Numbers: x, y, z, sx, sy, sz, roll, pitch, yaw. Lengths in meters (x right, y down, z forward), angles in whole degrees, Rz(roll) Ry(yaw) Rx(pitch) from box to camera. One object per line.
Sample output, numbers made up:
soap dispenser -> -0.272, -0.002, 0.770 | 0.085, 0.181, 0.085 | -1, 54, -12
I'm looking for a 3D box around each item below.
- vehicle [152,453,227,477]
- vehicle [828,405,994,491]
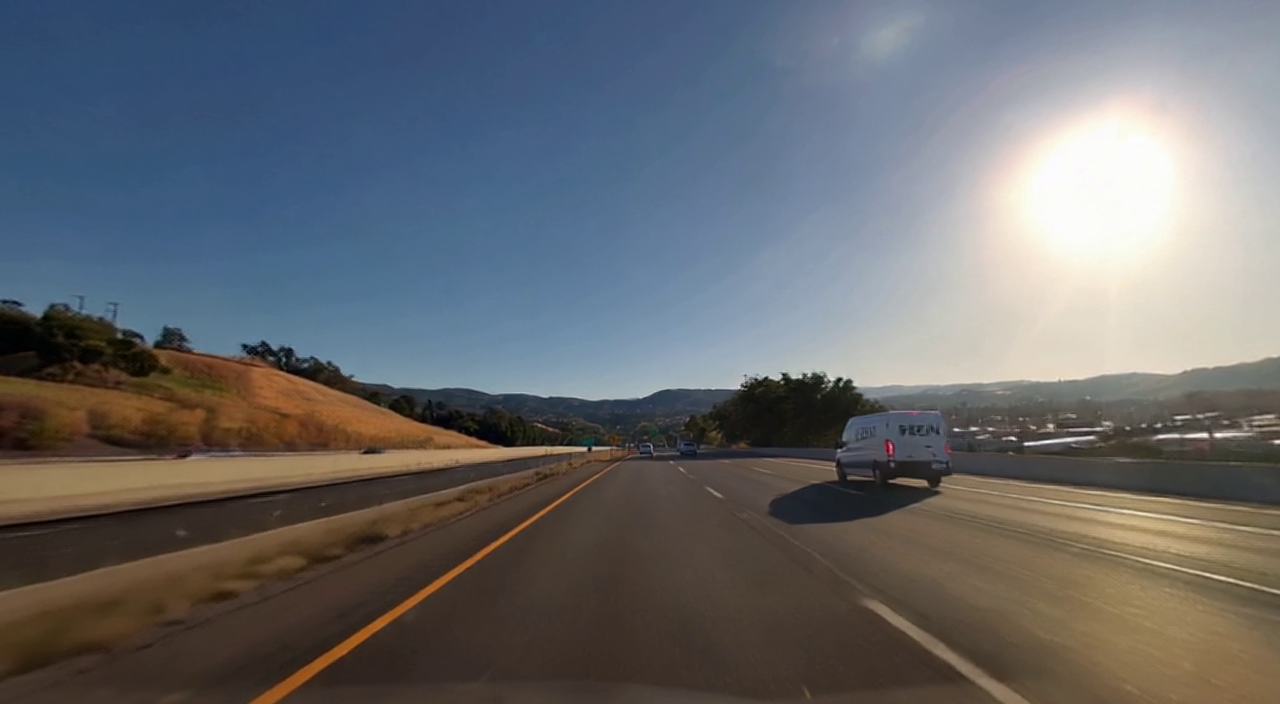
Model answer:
vehicle -> -31.708, 7.945, 44.561 | 1.785, 1.472, 4.603 | 0, -8, 1
vehicle -> 7.375, 2.693, 18.042 | 2.275, 2.059, 5.543 | 0, -8, 0
